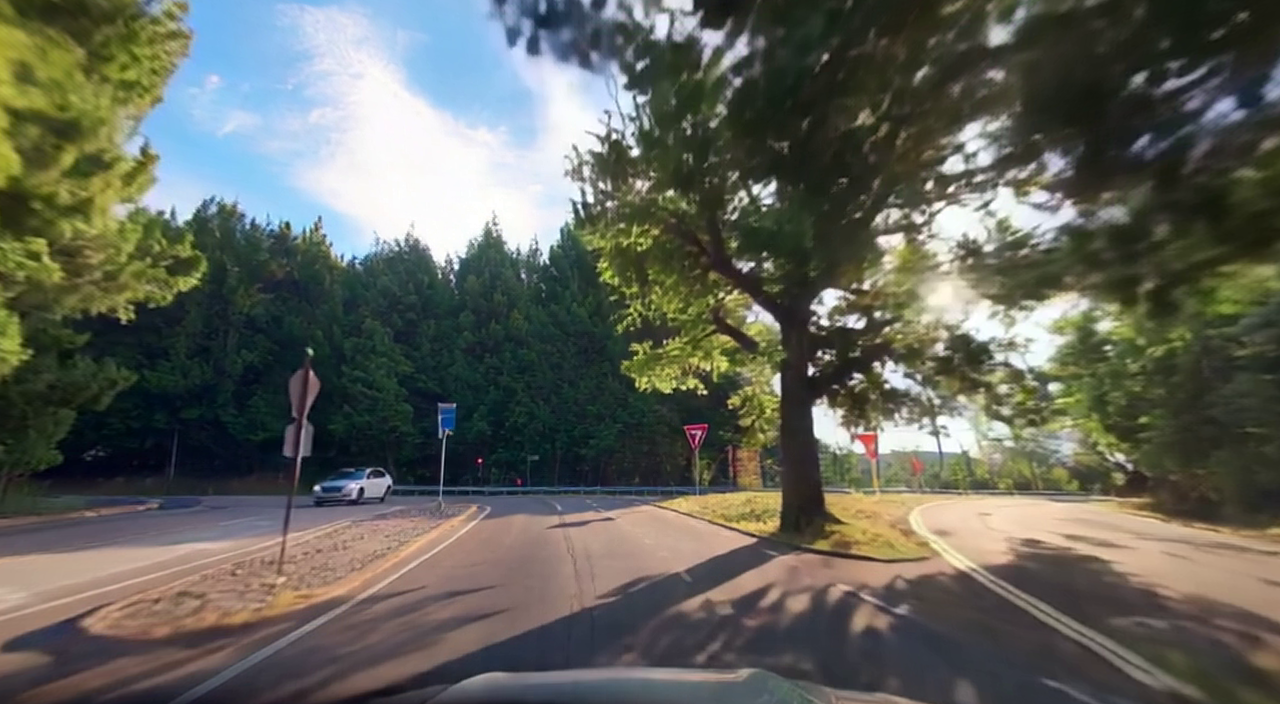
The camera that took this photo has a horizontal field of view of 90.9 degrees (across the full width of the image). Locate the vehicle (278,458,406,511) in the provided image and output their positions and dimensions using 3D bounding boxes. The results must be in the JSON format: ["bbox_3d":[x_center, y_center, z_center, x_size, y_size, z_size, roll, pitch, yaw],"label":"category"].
[{"bbox_3d":[-10.085,4.498,21.692,1.889,1.583,3.992,-1,-11,11],"label":"vehicle"}]
